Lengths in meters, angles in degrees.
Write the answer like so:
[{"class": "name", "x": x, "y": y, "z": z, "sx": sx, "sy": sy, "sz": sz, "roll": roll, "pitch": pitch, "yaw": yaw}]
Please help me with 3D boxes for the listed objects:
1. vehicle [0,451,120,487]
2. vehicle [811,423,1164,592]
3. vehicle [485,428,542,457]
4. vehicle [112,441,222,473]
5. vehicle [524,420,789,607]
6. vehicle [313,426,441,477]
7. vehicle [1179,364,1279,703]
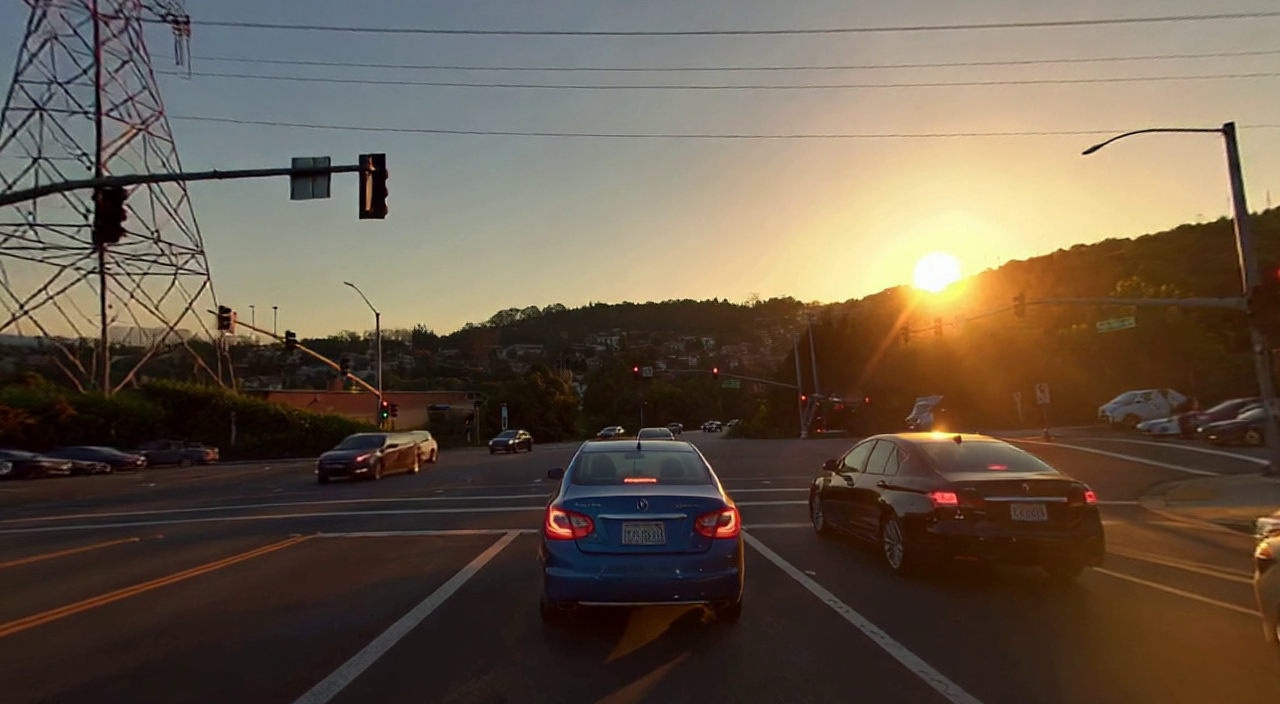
[{"class": "vehicle", "x": -25.910, "y": 5.117, "z": 27.766, "sx": 4.263, "sy": 1.464, "sz": 1.895, "roll": 0, "pitch": -8, "yaw": -1}, {"class": "vehicle", "x": 3.659, "y": 1.685, "z": 7.726, "sx": 1.835, "sy": 1.473, "sz": 4.190, "roll": 0, "pitch": -8, "yaw": -2}, {"class": "vehicle", "x": -8.463, "y": 6.123, "z": 42.715, "sx": 2.161, "sy": 1.818, "sz": 5.672, "roll": -1, "pitch": -8, "yaw": 6}, {"class": "vehicle", "x": -26.010, "y": 5.771, "z": 34.808, "sx": 4.417, "sy": 1.637, "sz": 1.956, "roll": 0, "pitch": -8, "yaw": -2}, {"class": "vehicle", "x": 0.118, "y": 1.598, "z": 7.133, "sx": 2.117, "sy": 1.474, "sz": 4.036, "roll": 0, "pitch": -8, "yaw": 0}, {"class": "vehicle", "x": -9.887, "y": 3.826, "z": 24.368, "sx": 2.269, "sy": 1.716, "sz": 5.700, "roll": -1, "pitch": -8, "yaw": 3}, {"class": "vehicle", "x": 3.414, "y": 0.590, "z": 0.631, "sx": 1.926, "sy": 1.614, "sz": 4.330, "roll": 0, "pitch": -8, "yaw": 1}]
